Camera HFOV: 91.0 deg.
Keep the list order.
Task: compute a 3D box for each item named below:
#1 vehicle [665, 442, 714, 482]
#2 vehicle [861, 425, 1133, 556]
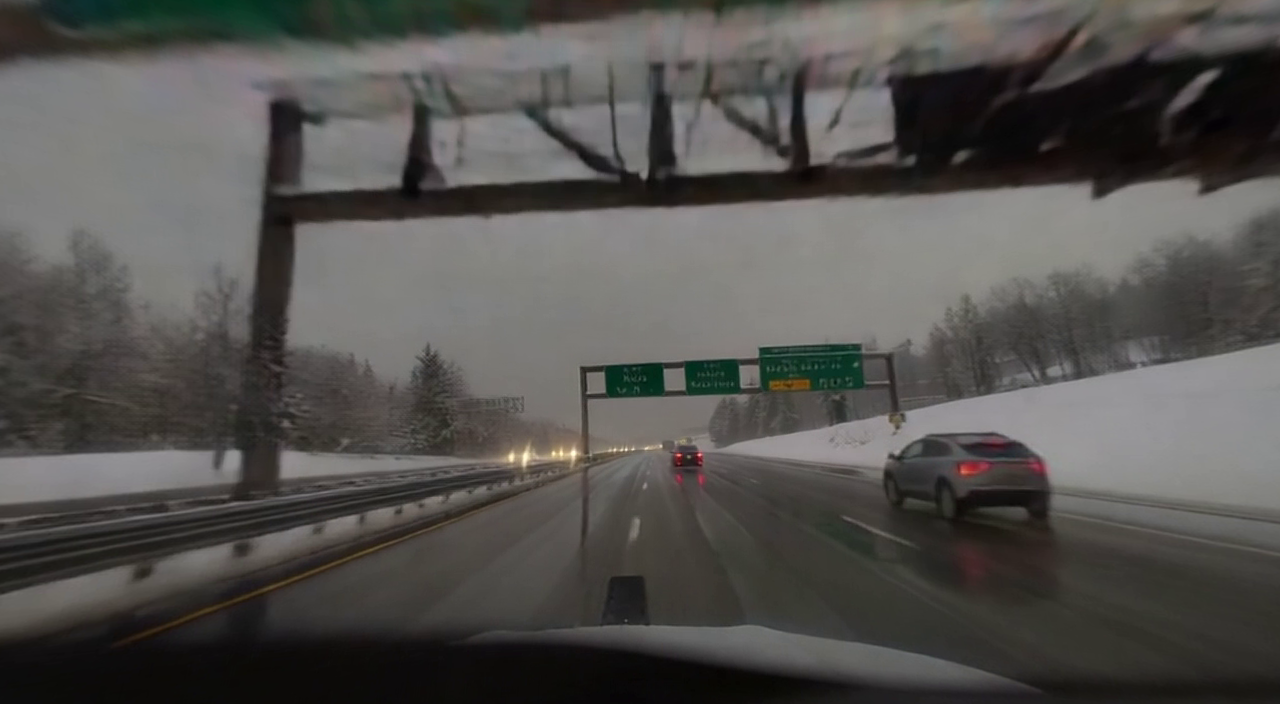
[{"bbox_3d":[1.838,4.199,24.358,1.683,1.400,3.868,-1,-8,2],"label":"vehicle"},{"bbox_3d":[5.060,1.983,9.775,1.770,1.566,4.282,0,-8,1],"label":"vehicle"}]
